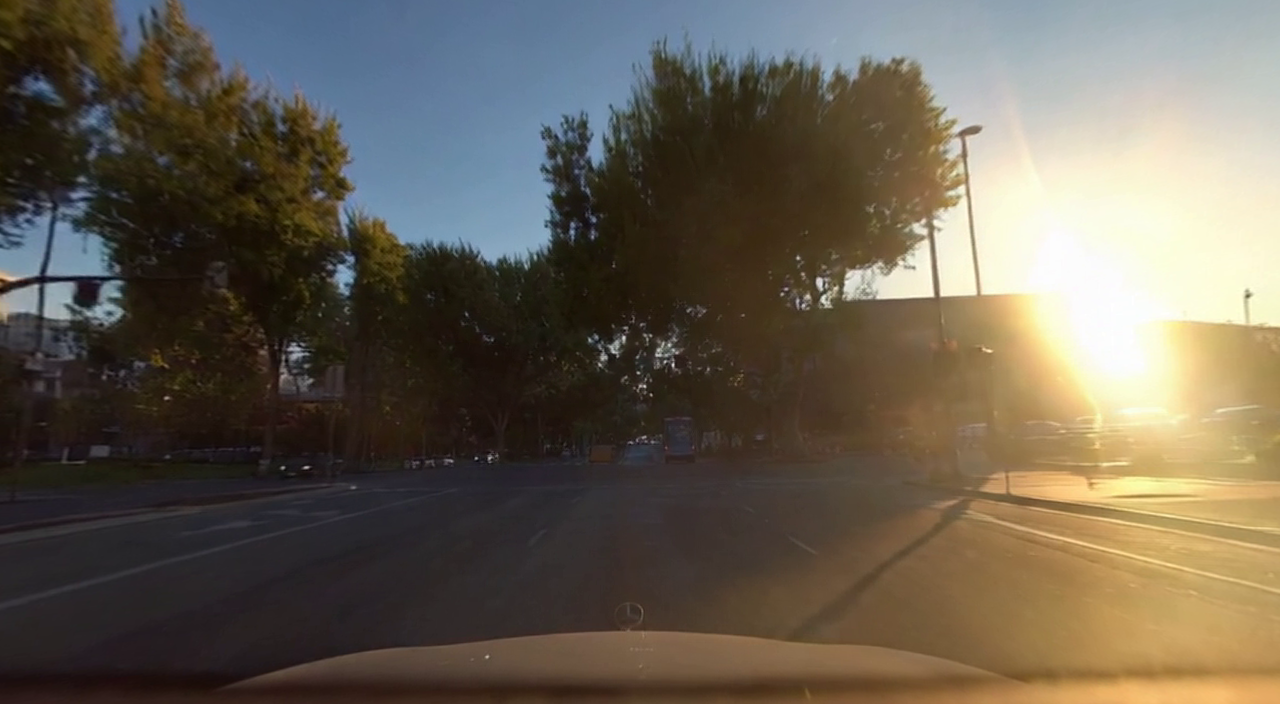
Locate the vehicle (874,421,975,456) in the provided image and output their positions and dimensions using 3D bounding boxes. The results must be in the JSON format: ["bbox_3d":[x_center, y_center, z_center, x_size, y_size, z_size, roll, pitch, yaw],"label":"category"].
[{"bbox_3d":[15.236,4.693,33.973,4.432,1.523,1.908,-4,-11,5],"label":"vehicle"}]

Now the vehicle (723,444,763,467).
[{"bbox_3d":[7.079,7.167,43.849,1.919,1.449,4.561,0,-8,-2],"label":"vehicle"}]

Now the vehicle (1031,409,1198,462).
[{"bbox_3d":[17.291,3.047,23.205,4.329,1.502,2.122,-4,-4,6],"label":"vehicle"}]

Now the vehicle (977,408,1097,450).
[{"bbox_3d":[20.853,4.118,33.314,4.692,1.610,2.174,-5,-15,4],"label":"vehicle"}]

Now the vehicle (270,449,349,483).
[{"bbox_3d":[-18.997,6.513,36.515,2.027,1.678,4.654,-3,-8,1],"label":"vehicle"}]

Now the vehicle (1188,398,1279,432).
[{"bbox_3d":[31.334,3.229,32.393,4.318,1.476,1.940,-5,-8,7],"label":"vehicle"}]
